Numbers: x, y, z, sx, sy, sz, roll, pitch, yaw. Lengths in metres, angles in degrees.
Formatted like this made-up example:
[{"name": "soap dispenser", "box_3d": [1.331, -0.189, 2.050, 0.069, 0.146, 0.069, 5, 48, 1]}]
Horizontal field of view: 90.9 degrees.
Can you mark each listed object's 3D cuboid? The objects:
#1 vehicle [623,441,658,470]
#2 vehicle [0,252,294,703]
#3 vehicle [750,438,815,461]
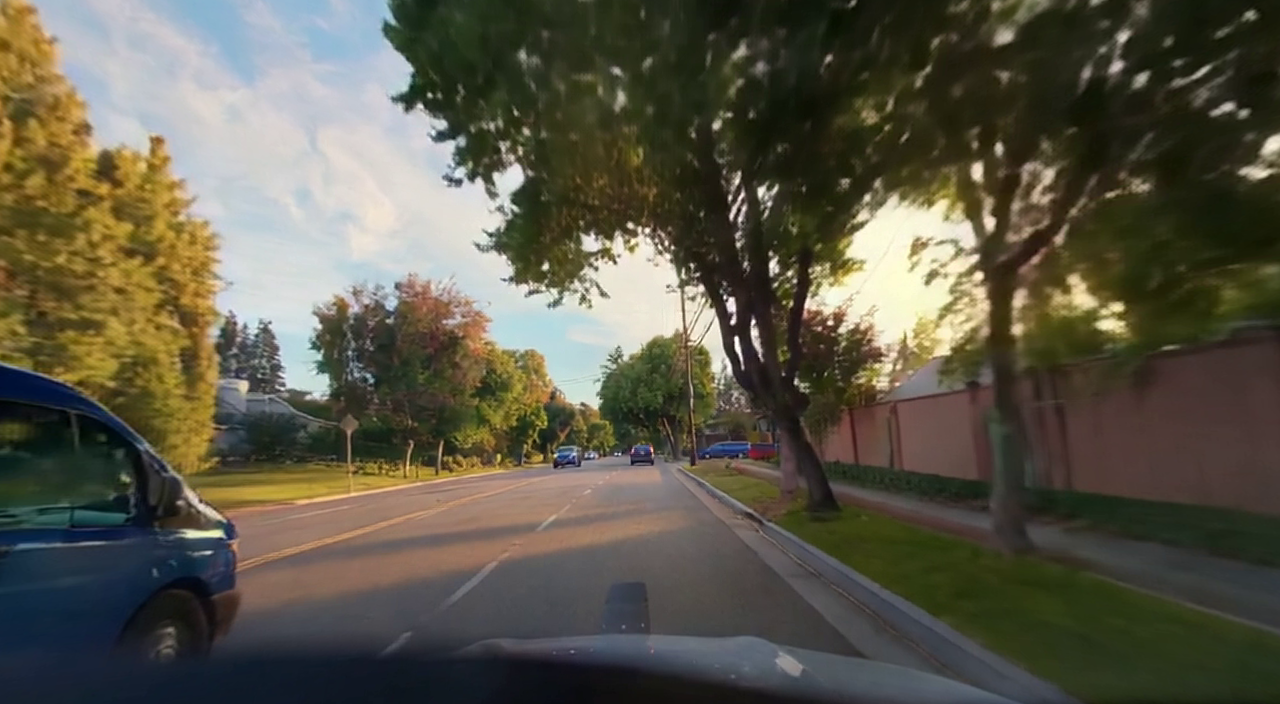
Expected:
[{"name": "vehicle", "box_3d": [0.058, 6.450, 39.469, 2.120, 1.718, 3.909, 0, -9, 1]}, {"name": "vehicle", "box_3d": [-3.659, 0.547, 1.450, 2.336, 2.152, 5.866, 0, -9, 0]}, {"name": "vehicle", "box_3d": [10.434, 7.152, 46.267, 4.295, 1.505, 1.918, -1, -8, 2]}]
